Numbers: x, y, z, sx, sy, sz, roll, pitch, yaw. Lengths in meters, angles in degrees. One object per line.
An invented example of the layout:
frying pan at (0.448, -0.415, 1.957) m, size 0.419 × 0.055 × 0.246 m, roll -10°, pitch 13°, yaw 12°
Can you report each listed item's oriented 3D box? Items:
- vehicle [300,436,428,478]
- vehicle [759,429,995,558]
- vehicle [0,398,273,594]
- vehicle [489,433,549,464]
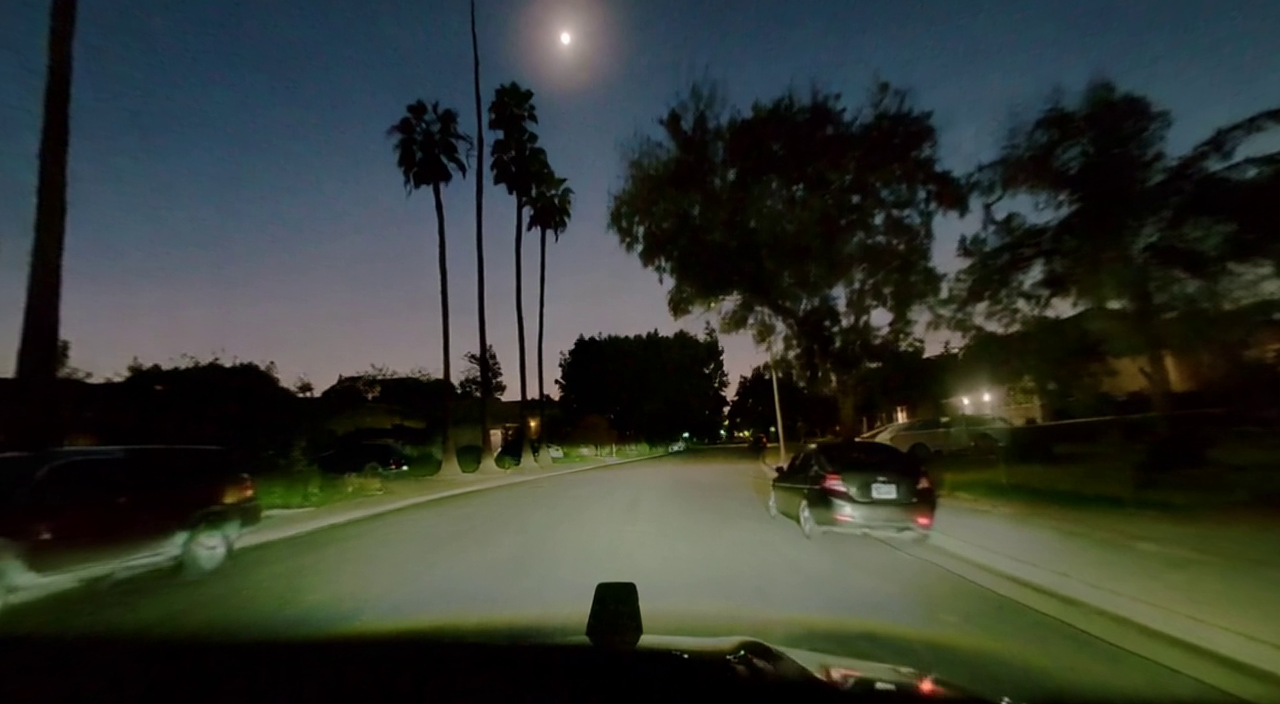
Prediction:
vehicle at (-12.351, 4.697, 28.279) m, size 5.015 × 1.746 × 1.968 m, roll -2°, pitch -9°, yaw 13°
vehicle at (3.243, 2.013, 9.719) m, size 2.045 × 1.519 × 4.231 m, roll -1°, pitch -8°, yaw 1°
vehicle at (-7.042, 1.971, 7.572) m, size 2.053 × 1.713 × 4.850 m, roll -3°, pitch -21°, yaw 3°
vehicle at (-8.973, 7.217, 46.972) m, size 3.918 × 1.719 × 1.988 m, roll -4°, pitch -21°, yaw 6°
